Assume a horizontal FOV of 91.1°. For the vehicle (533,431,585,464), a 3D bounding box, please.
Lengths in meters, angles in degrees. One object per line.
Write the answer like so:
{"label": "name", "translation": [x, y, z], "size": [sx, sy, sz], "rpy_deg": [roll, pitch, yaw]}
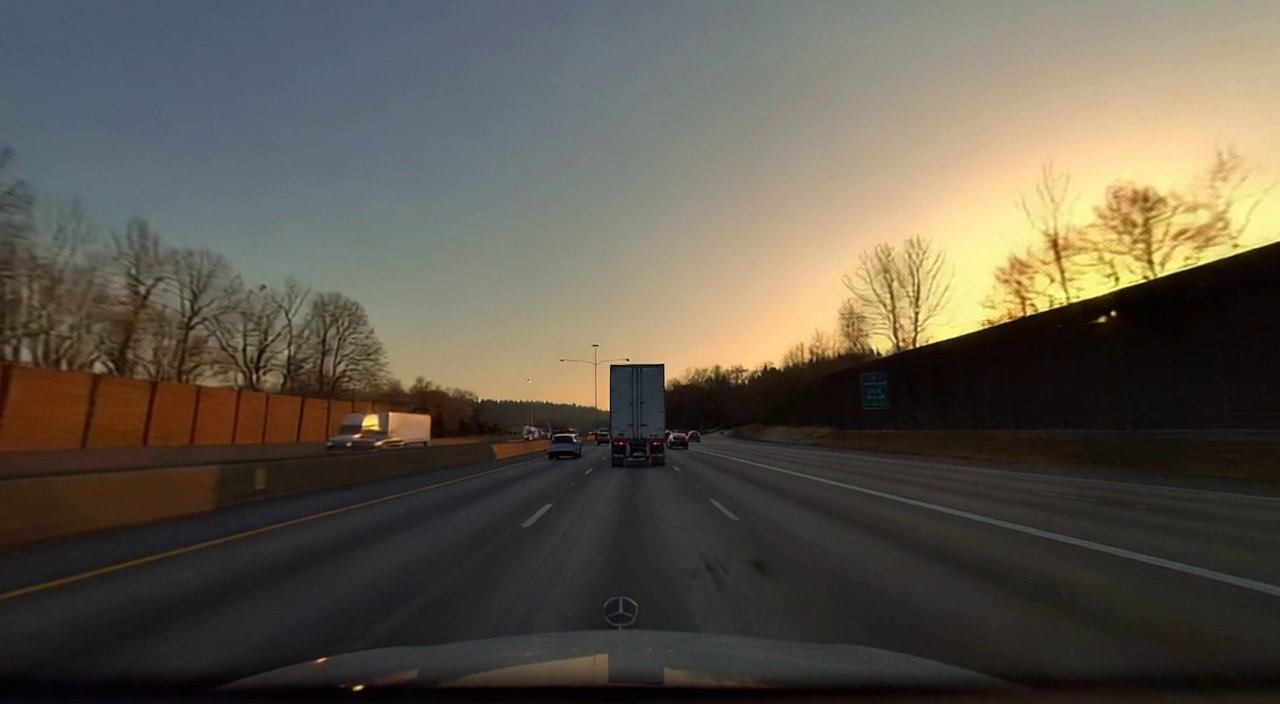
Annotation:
{"label": "vehicle", "translation": [-3.911, 4.690, 31.113], "size": [2.005, 1.521, 4.454], "rpy_deg": [0, -8, 0]}

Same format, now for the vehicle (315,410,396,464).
{"label": "vehicle", "translation": [-21.925, 6.589, 48.909], "size": [3.143, 3.890, 6.384], "rpy_deg": [0, -7, 1]}

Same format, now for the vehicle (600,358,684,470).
{"label": "vehicle", "translation": [0.013, 3.299, 30.703], "size": [2.965, 3.972, 16.689], "rpy_deg": [0, -8, 0]}
